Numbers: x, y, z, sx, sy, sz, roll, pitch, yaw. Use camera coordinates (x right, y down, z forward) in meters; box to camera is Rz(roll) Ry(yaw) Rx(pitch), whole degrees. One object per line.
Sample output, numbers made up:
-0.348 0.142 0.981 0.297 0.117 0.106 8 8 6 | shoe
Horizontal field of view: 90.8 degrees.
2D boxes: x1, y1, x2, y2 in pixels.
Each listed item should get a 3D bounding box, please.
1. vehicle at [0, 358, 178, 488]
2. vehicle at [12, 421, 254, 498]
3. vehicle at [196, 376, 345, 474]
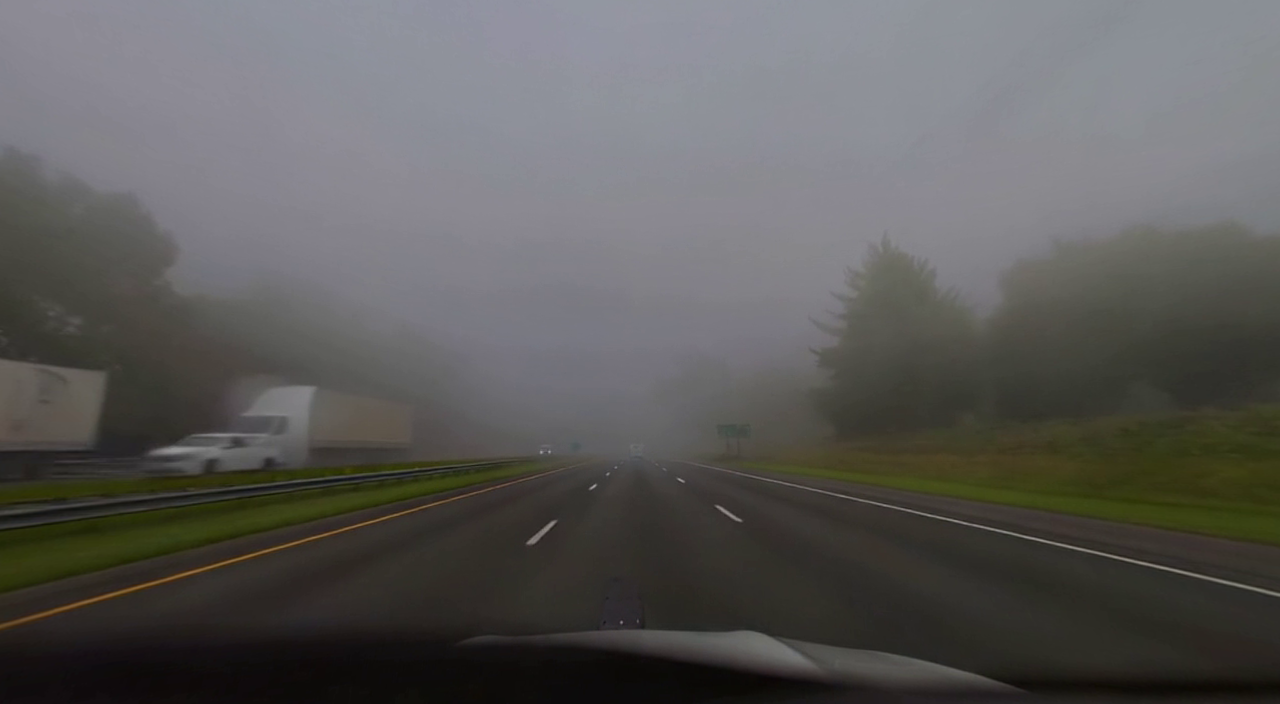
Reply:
-19.571 2.255 19.507 2.849 3.641 10.159 0 -9 0 | vehicle
-11.423 2.470 14.755 1.992 1.503 4.414 0 -9 -1 | vehicle
-15.708 3.269 27.430 2.994 3.812 5.736 0 -9 -2 | vehicle
